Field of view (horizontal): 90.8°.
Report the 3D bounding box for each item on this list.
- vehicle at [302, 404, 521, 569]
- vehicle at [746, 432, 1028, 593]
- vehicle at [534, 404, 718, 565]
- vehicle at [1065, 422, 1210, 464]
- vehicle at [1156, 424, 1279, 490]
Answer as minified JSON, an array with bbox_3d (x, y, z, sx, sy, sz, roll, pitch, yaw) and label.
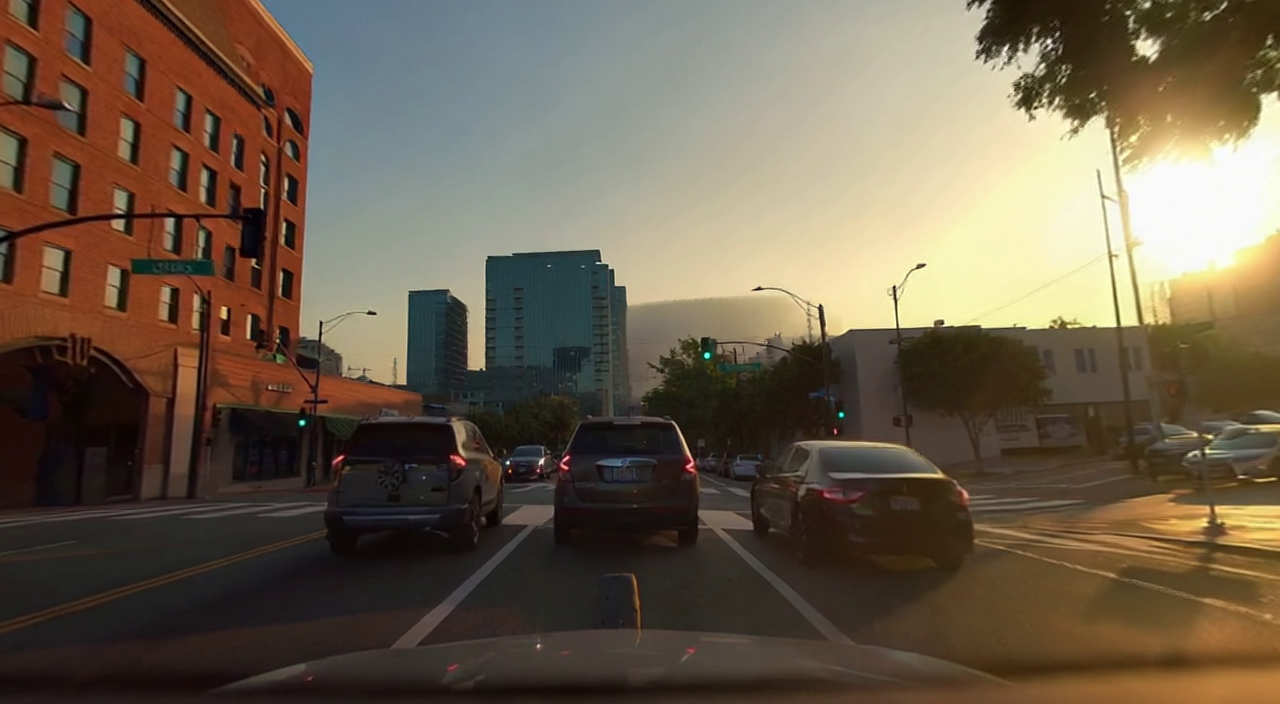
[{"bbox_3d":[-2.953,1.814,9.256,1.855,1.812,4.244,0,-8,-4],"label":"vehicle"},{"bbox_3d":[2.635,1.793,7.963,1.852,1.462,4.155,0,-8,0],"label":"vehicle"},{"bbox_3d":[-0.185,1.863,9.611,2.105,1.842,4.537,0,-8,-1],"label":"vehicle"},{"bbox_3d":[20.819,3.843,26.581,4.355,1.663,1.948,0,-8,1],"label":"vehicle"},{"bbox_3d":[17.432,2.938,17.617,4.547,1.720,1.624,0,-12,-1],"label":"vehicle"}]
